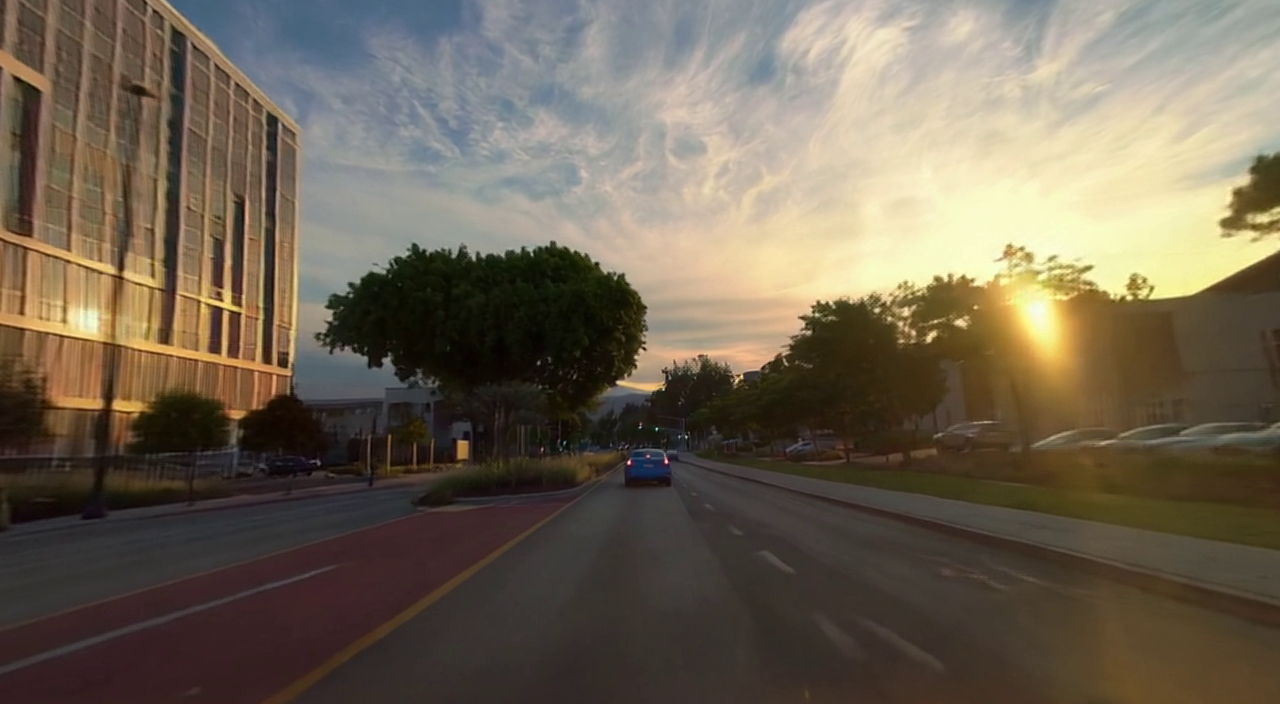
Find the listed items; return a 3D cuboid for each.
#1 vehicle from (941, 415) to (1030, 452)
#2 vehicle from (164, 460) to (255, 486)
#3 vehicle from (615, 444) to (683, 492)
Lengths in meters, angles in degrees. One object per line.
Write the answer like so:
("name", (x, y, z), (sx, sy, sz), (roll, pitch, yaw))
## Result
("vehicle", (15.535, 3.749, 28.596), (1.979, 1.460, 3.848), (-1, -10, 3))
("vehicle", (-30.159, 8.438, 44.208), (4.962, 1.561, 1.997), (7, -11, -39))
("vehicle", (0.279, 3.879, 21.402), (2.063, 1.442, 4.135), (0, -9, 0))
